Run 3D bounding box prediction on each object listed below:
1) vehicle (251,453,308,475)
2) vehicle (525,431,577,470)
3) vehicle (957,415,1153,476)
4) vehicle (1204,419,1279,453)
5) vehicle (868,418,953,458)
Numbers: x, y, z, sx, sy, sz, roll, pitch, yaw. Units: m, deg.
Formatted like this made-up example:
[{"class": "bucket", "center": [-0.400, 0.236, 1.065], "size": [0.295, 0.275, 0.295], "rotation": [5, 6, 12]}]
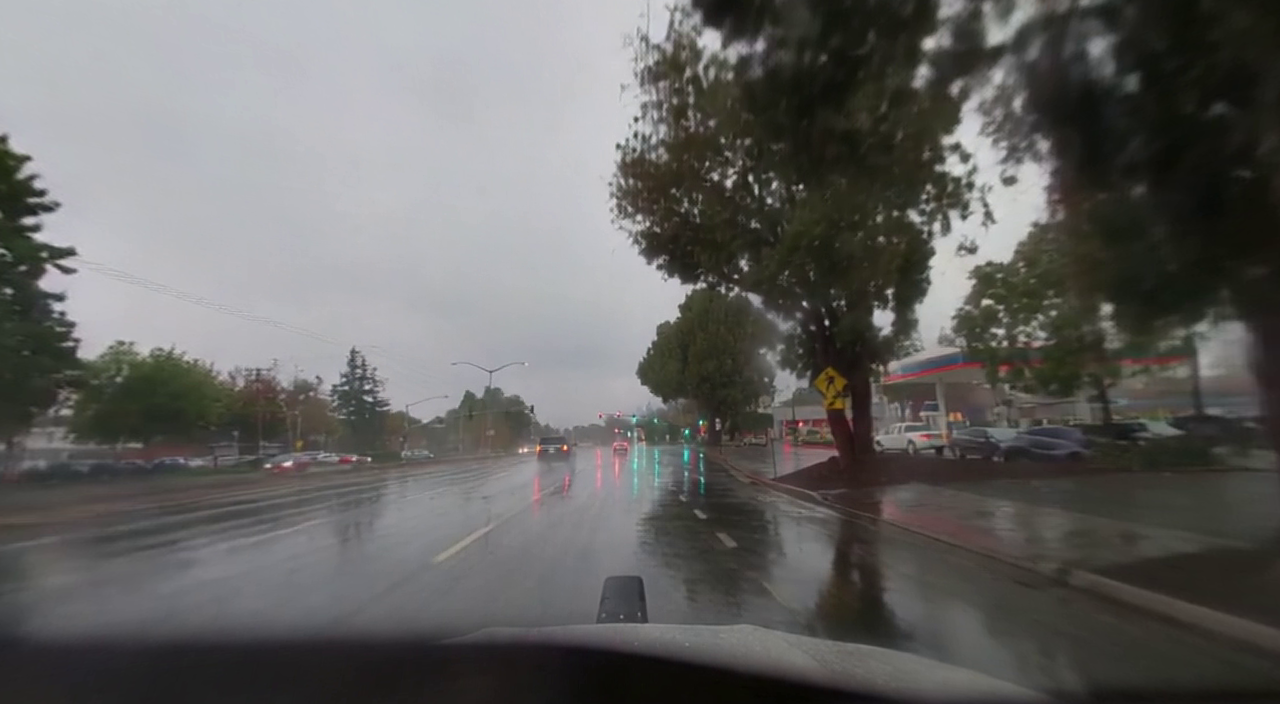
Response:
[{"class": "vehicle", "center": [-26.824, 8.324, 47.203], "size": [1.802, 1.448, 4.408], "rotation": [1, -8, -3]}, {"class": "vehicle", "center": [-4.358, 4.905, 31.604], "size": [1.985, 1.772, 4.479], "rotation": [0, -8, -1]}, {"class": "vehicle", "center": [12.894, 2.920, 19.883], "size": [4.612, 1.491, 2.061], "rotation": [-4, -7, 1]}, {"class": "vehicle", "center": [27.076, 3.583, 26.871], "size": [4.127, 1.399, 1.839], "rotation": [-1, -8, 7]}, {"class": "vehicle", "center": [13.971, 4.433, 32.761], "size": [1.876, 1.693, 3.562], "rotation": [12, -10, -27]}]
